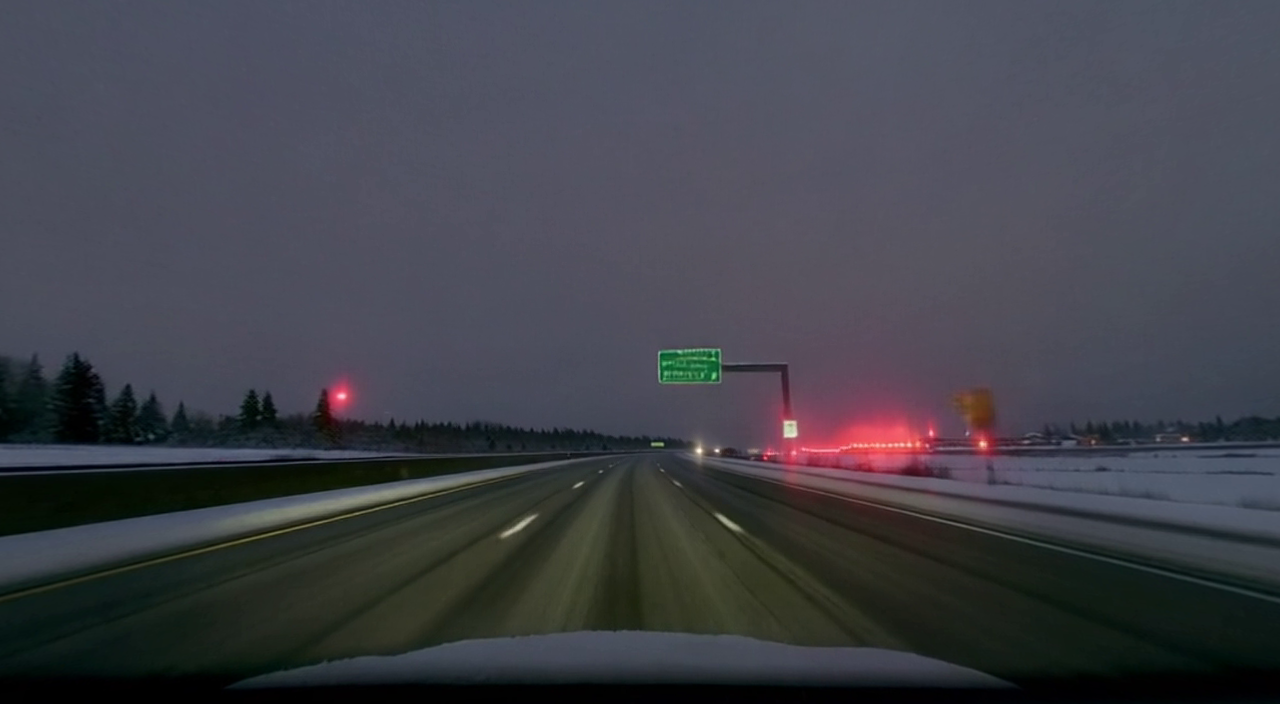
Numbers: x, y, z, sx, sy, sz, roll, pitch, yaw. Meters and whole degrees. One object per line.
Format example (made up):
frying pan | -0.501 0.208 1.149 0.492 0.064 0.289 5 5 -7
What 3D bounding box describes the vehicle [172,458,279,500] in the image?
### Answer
vehicle | -16.243 4.966 24.868 1.733 1.438 3.647 0 -9 0
